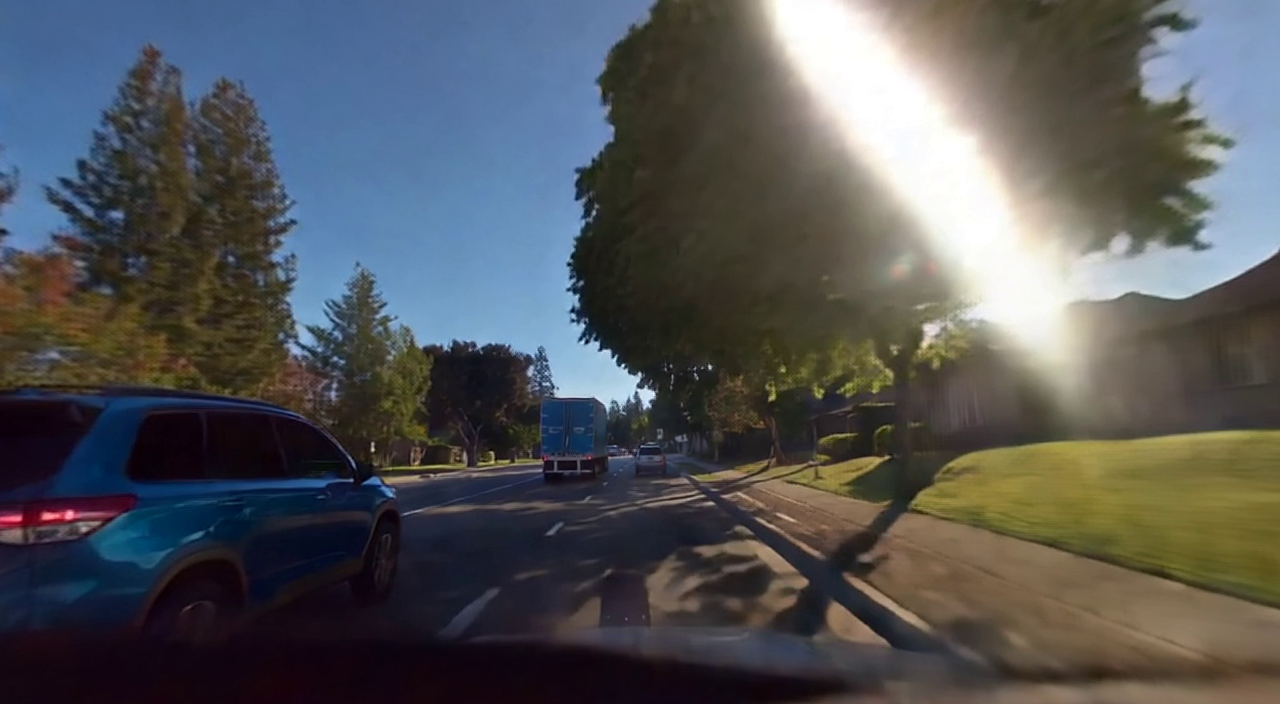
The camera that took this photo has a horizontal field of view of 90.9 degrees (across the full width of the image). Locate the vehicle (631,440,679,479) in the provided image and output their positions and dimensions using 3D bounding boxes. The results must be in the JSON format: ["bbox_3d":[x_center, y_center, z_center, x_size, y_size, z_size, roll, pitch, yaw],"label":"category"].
[{"bbox_3d":[0.728,5.253,31.111,2.174,1.749,4.113,1,-9,1],"label":"vehicle"}]

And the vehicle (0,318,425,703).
[{"bbox_3d":[-3.330,1.095,4.236,2.093,1.832,4.508,1,-9,1],"label":"vehicle"}]

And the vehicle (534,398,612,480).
[{"bbox_3d":[-3.229,4.618,33.191,2.928,3.658,8.980,1,-9,1],"label":"vehicle"}]
